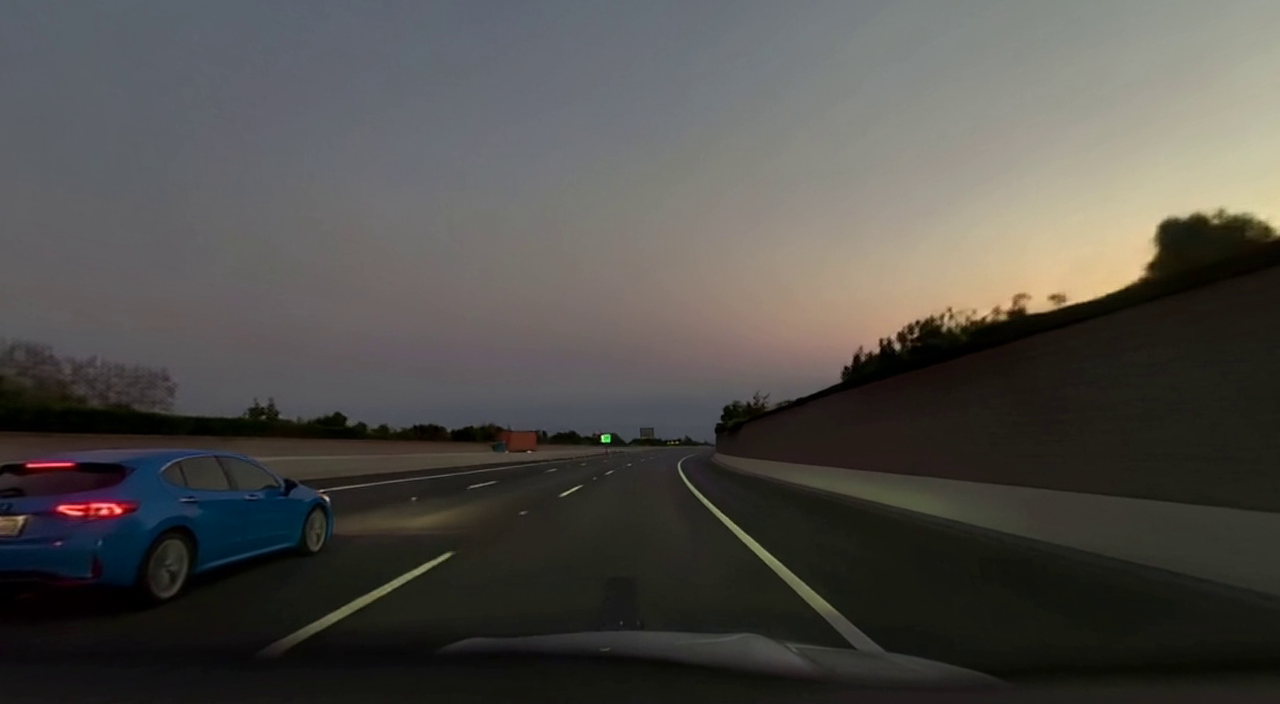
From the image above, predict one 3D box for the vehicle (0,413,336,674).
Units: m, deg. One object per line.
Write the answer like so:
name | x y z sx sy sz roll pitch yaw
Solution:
vehicle | -4.624 1.401 5.611 1.928 1.504 3.745 0 -9 0
